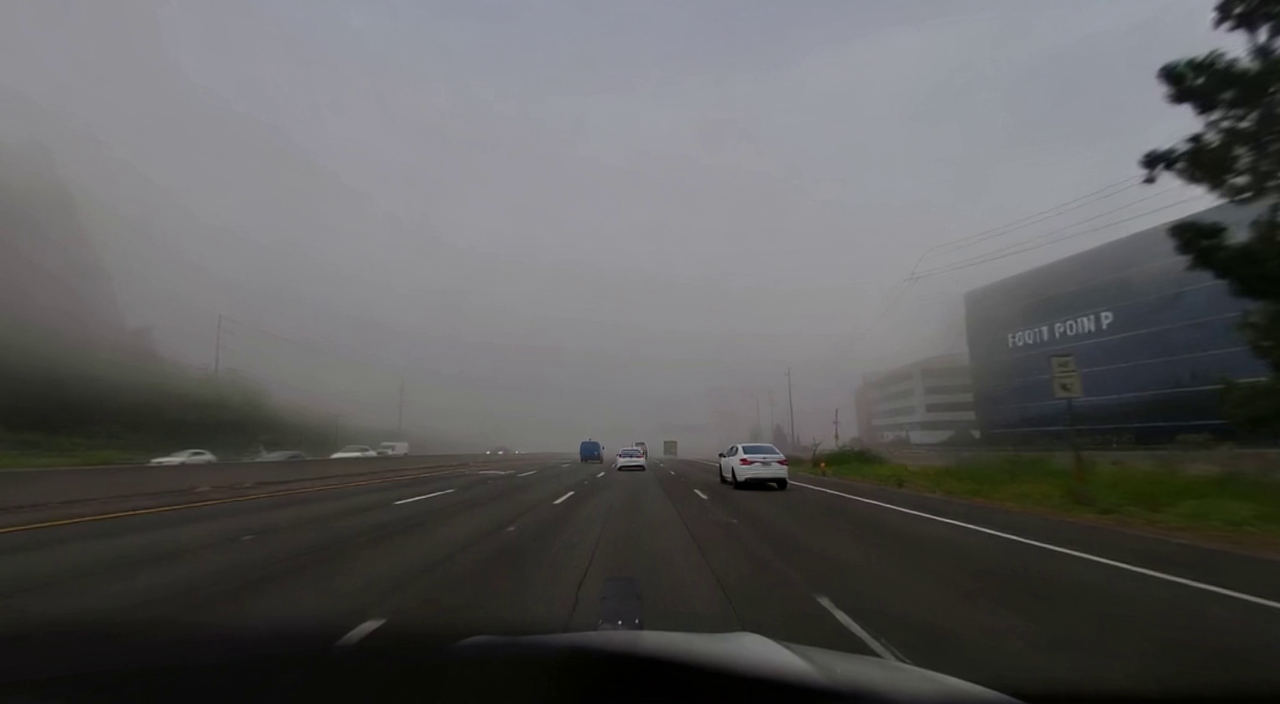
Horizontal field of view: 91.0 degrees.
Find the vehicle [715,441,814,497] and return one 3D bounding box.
[{"bbox_3d":[3.681,3.536,19.528,1.995,1.533,4.463,0,-8,-2],"label":"vehicle"}]

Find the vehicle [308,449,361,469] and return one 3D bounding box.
[{"bbox_3d":[-23.766,8.327,49.105,1.853,1.476,4.522,0,-8,0],"label":"vehicle"}]

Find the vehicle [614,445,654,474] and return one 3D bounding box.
[{"bbox_3d":[-0.345,5.840,34.481,2.019,1.472,3.971,0,-8,-1],"label":"vehicle"}]
